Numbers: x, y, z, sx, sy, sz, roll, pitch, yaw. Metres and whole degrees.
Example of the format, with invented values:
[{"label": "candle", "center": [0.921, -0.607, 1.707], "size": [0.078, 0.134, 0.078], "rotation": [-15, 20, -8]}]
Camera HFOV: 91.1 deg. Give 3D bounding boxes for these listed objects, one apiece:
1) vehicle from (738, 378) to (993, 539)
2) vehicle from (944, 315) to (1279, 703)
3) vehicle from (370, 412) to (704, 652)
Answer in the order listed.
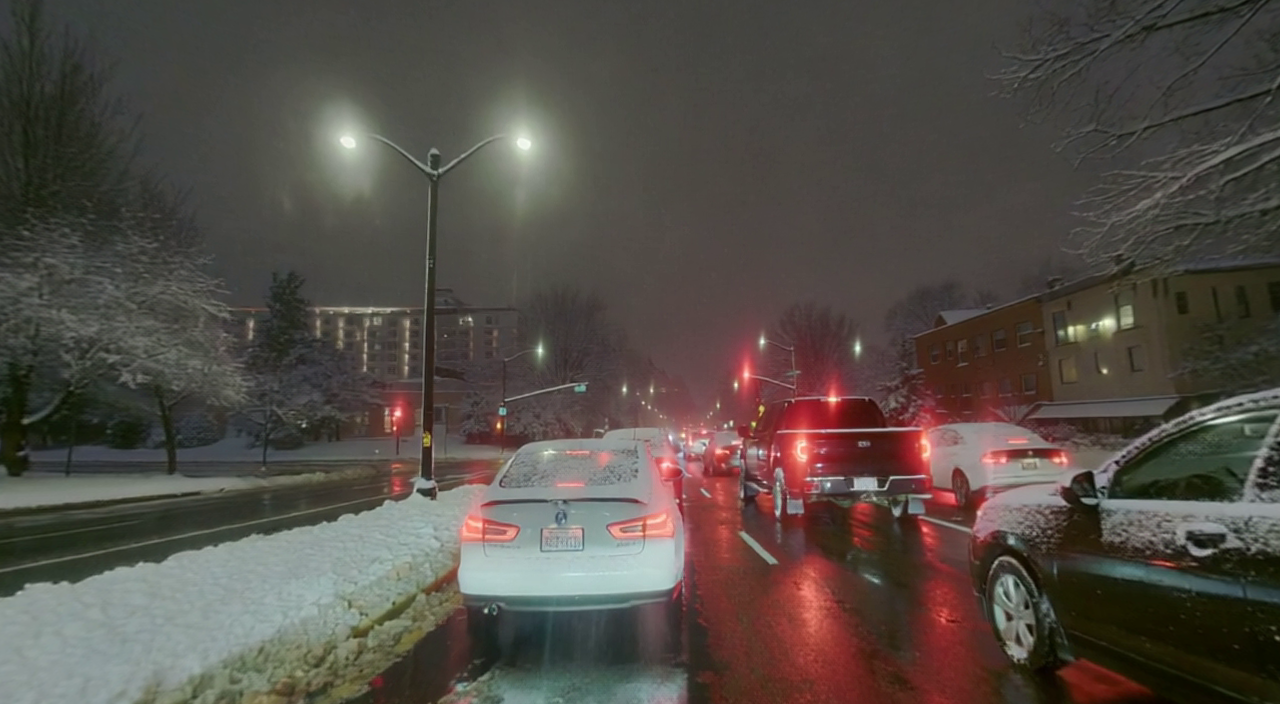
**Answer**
[{"label": "vehicle", "center": [3.544, 1.888, 11.590], "size": [2.497, 2.186, 5.890], "rotation": [0, -8, 0]}, {"label": "vehicle", "center": [3.157, 0.739, 2.036], "size": [2.024, 1.723, 4.714], "rotation": [0, -8, 1]}, {"label": "vehicle", "center": [-0.613, 1.486, 6.280], "size": [2.172, 1.536, 4.250], "rotation": [0, -8, 2]}]
